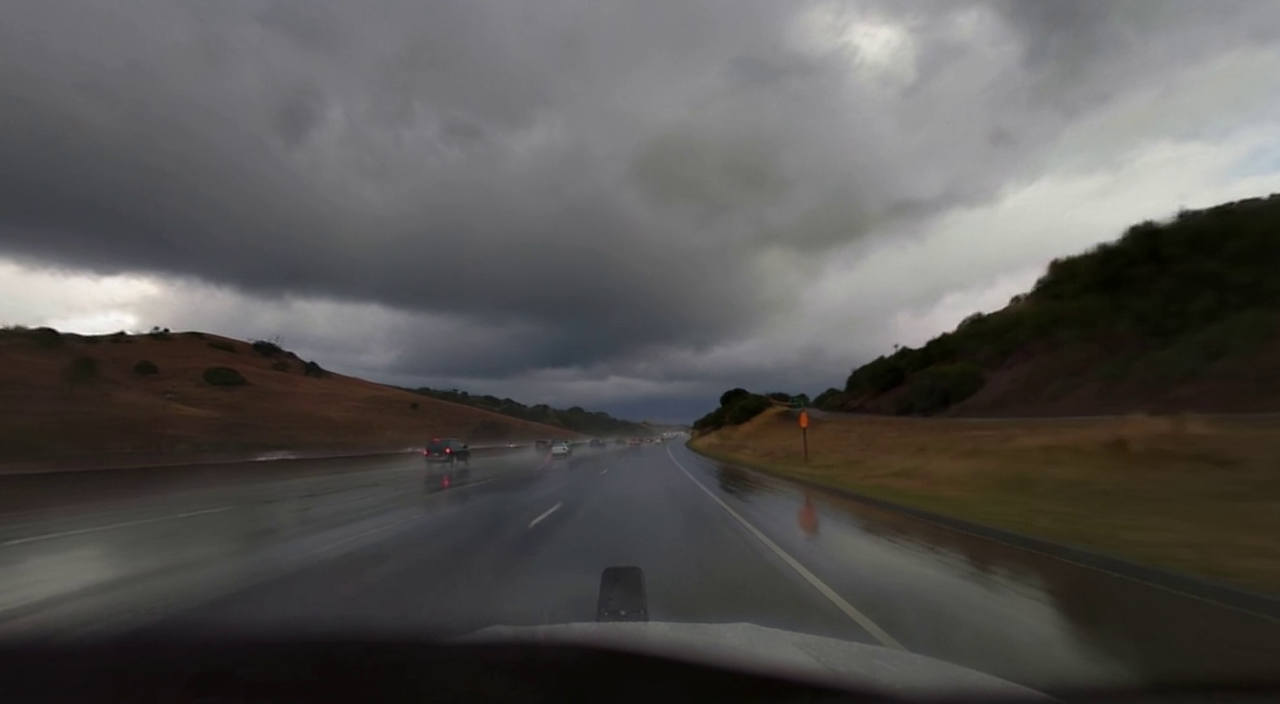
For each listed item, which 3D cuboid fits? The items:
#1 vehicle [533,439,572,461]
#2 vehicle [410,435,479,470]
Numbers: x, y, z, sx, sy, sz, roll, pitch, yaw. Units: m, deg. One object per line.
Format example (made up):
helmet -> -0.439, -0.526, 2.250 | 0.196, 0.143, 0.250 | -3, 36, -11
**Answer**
vehicle -> -6.347, 7.162, 46.263 | 2.107, 1.484, 4.449 | 0, -9, 2
vehicle -> -10.381, 5.373, 33.869 | 2.122, 1.695, 4.437 | 0, -9, 2
